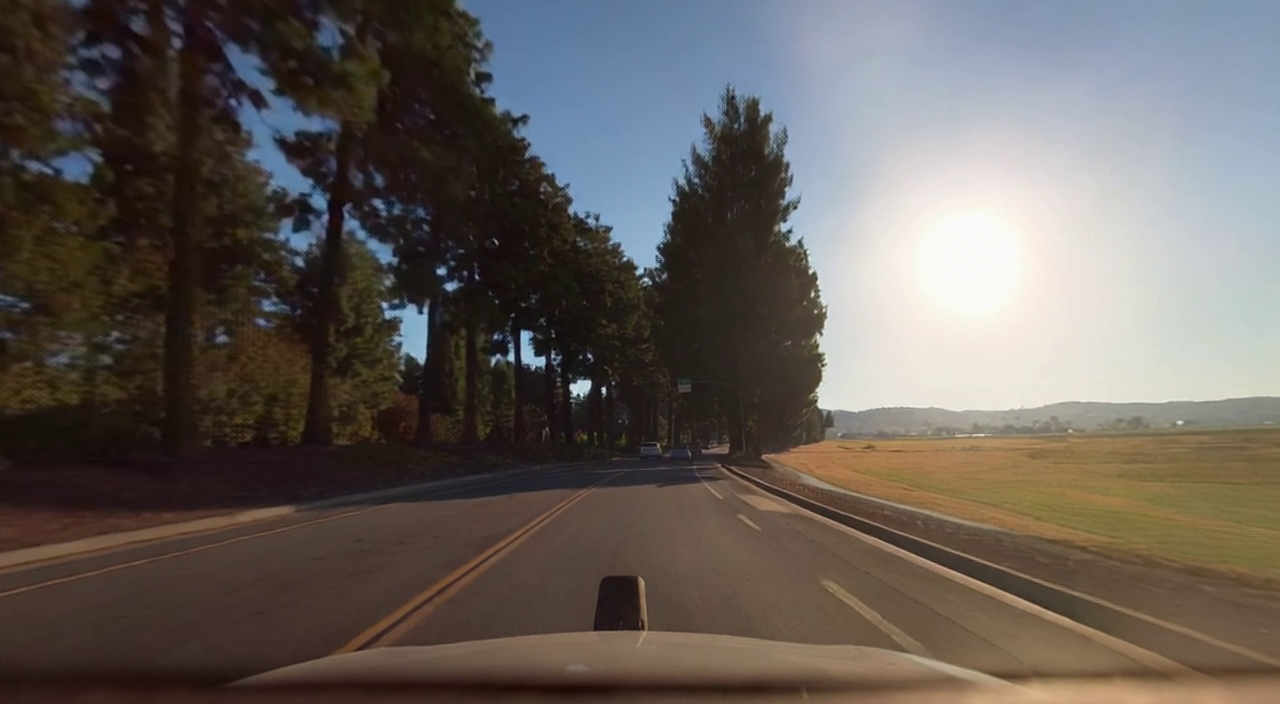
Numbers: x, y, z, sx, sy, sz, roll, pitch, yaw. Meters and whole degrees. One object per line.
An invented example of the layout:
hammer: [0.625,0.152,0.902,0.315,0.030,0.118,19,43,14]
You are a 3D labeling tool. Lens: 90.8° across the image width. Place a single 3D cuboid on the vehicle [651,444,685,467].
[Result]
vehicle: [1.928,6.898,42.336,2.071,1.474,4.047,-1,-8,5]
